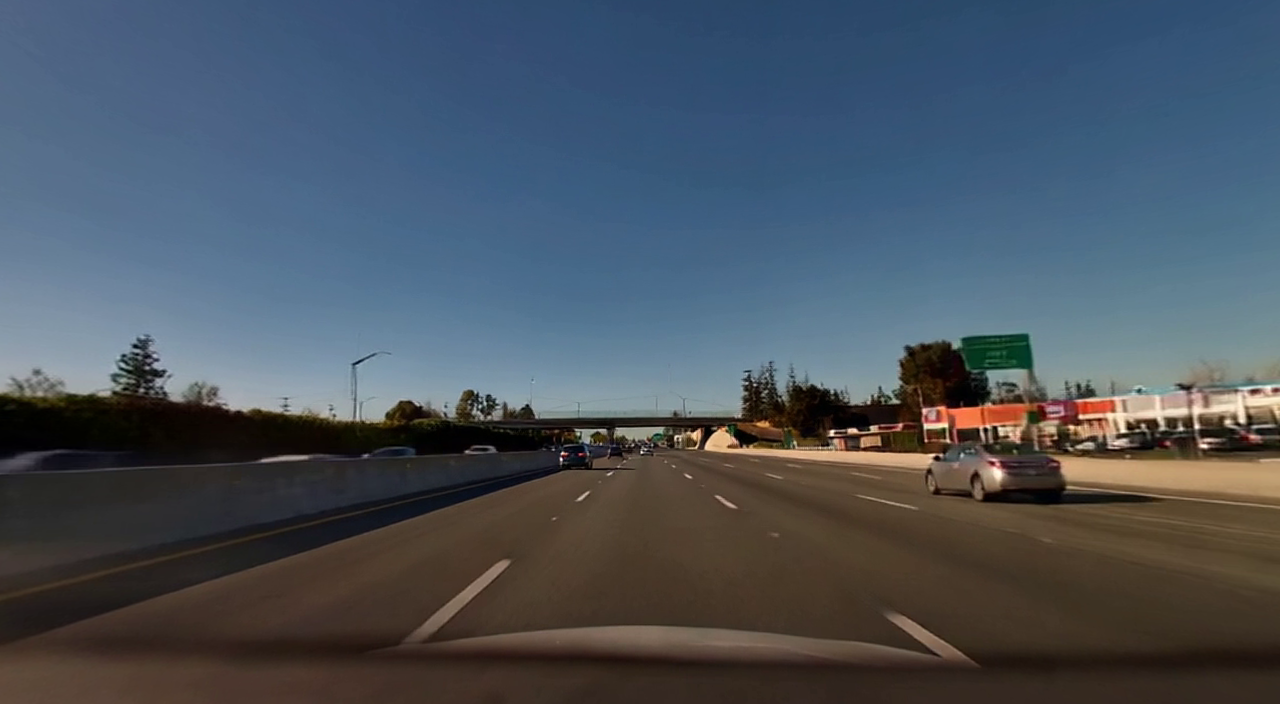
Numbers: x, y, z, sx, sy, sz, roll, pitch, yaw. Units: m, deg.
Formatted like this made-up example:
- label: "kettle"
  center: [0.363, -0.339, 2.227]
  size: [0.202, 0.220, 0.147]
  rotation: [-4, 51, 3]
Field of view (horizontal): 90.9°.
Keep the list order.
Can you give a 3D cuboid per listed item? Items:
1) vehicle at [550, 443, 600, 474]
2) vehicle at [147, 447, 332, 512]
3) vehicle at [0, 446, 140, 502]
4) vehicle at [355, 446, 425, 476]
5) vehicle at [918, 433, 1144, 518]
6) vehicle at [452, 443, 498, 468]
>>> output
- label: "vehicle"
  center: [-3.324, 5.538, 32.968]
  size: [2.114, 1.510, 4.186]
  rotation: [-1, -9, 1]
- label: "vehicle"
  center: [-10.364, 3.298, 16.836]
  size: [2.045, 1.466, 4.316]
  rotation: [-1, -9, 1]
- label: "vehicle"
  center: [-21.776, 4.496, 23.686]
  size: [2.037, 1.852, 4.731]
  rotation: [0, -9, 0]
- label: "vehicle"
  center: [-14.409, 6.274, 36.692]
  size: [2.211, 1.607, 4.458]
  rotation: [-1, -9, 1]
- label: "vehicle"
  center: [7.981, 2.557, 13.620]
  size: [1.909, 1.467, 4.940]
  rotation: [-1, -9, 3]
- label: "vehicle"
  center: [-11.174, 7.050, 43.050]
  size: [1.898, 1.610, 4.423]
  rotation: [-1, -9, 1]
